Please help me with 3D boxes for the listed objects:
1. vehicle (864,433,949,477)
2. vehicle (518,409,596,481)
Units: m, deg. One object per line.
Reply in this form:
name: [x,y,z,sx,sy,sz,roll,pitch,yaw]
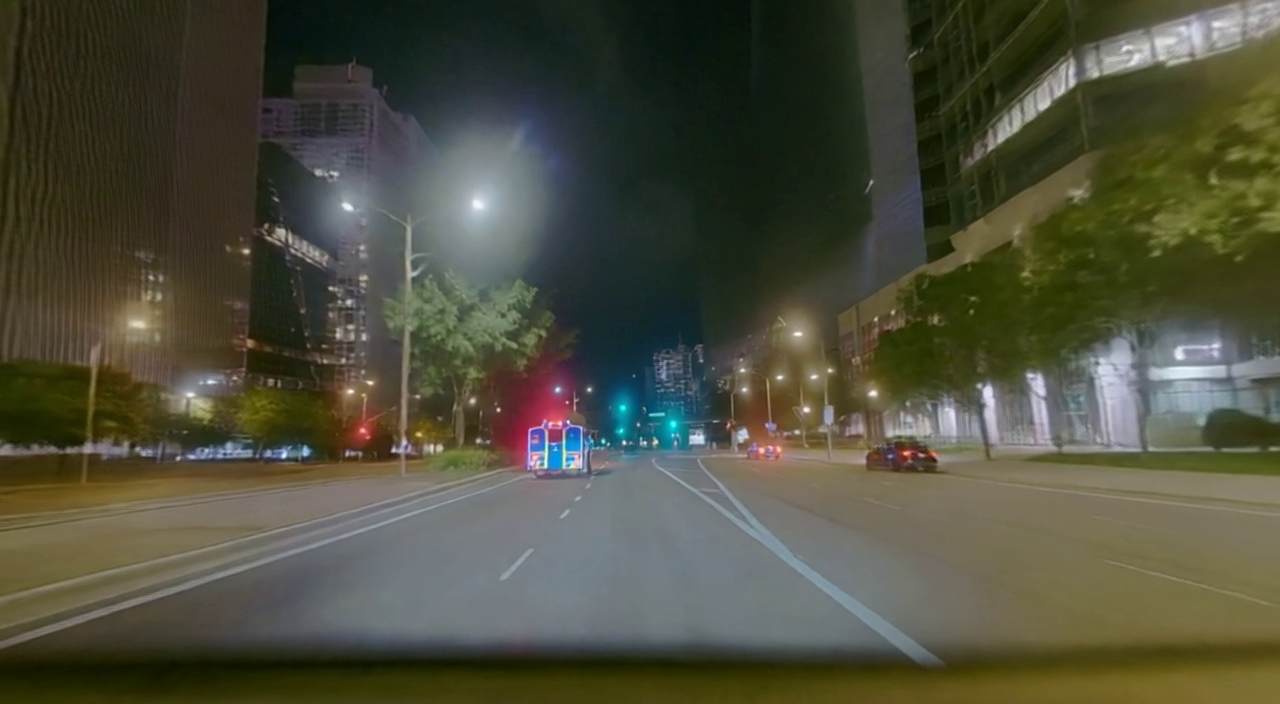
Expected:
vehicle: [11.431,4.437,27.461,1.980,1.719,4.422,-1,-8,3]
vehicle: [-3.480,4.074,27.830,2.633,2.787,5.796,0,-8,0]
